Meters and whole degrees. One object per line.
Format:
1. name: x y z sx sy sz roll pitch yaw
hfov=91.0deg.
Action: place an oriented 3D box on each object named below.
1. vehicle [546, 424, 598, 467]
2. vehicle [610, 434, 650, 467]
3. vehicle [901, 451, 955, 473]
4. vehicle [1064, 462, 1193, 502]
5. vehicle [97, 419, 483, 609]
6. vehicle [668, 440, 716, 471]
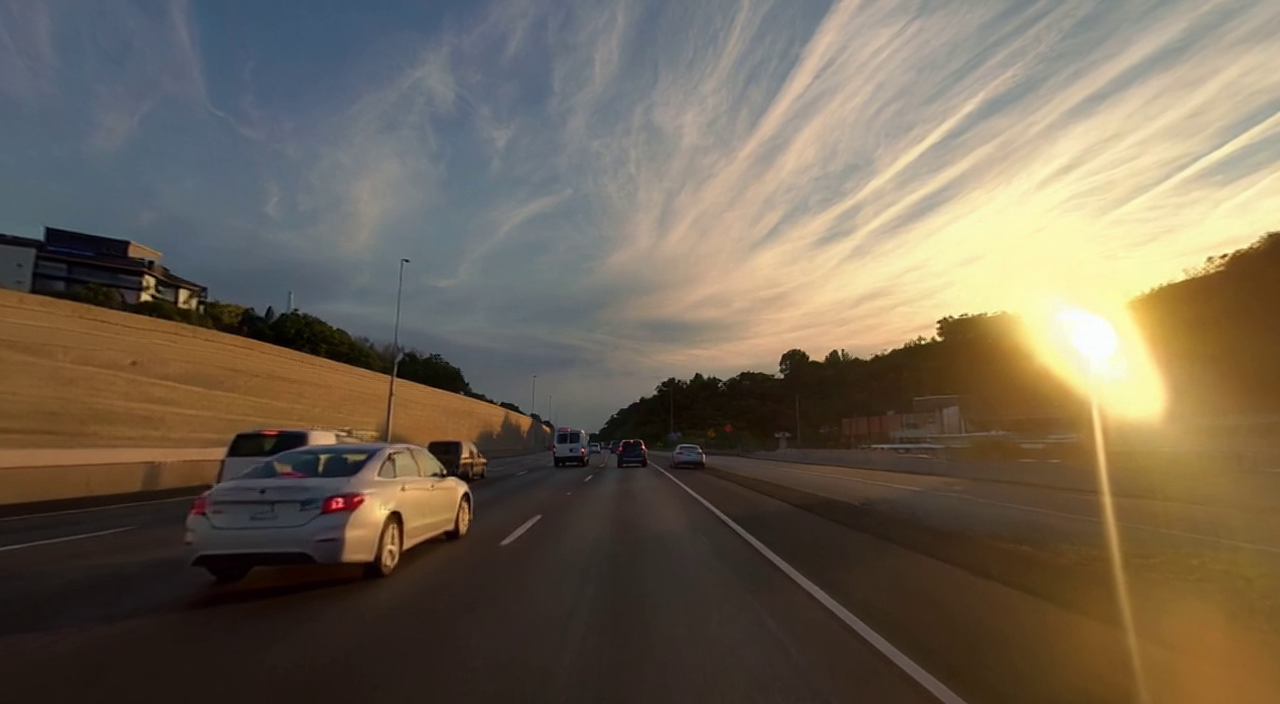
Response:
1. vehicle: -3.872 5.522 37.028 2.504 2.276 5.933 0 -9 -1
2. vehicle: -0.560 5.709 36.503 2.207 1.807 4.199 0 -9 -1
3. vehicle: 20.649 7.884 45.319 1.789 1.531 3.983 1 -9 -3
4. vehicle: 20.886 5.539 27.228 1.896 1.474 4.502 0 -9 -1
5. vehicle: -3.343 1.619 7.202 1.963 1.507 4.172 0 -9 1
6. vehicle: 2.740 5.601 34.268 2.127 1.513 4.501 0 -9 -1
